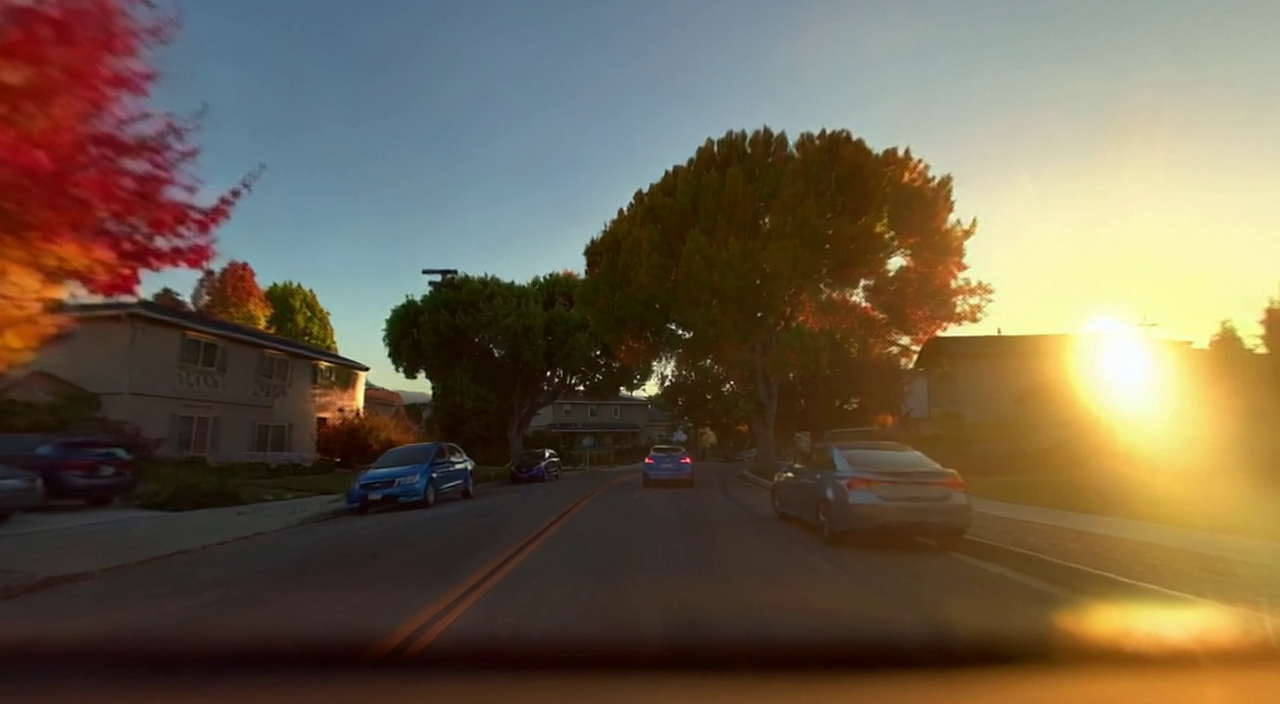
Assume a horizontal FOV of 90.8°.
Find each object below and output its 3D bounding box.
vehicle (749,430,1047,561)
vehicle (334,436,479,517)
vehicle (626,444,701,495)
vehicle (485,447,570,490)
[{"bbox_3d":[3.459,2.029,9.750,2.429,1.502,4.474,1,-9,-5],"label":"vehicle"},{"bbox_3d":[-6.244,3.371,17.628,2.235,1.851,4.662,-2,-9,1],"label":"vehicle"},{"bbox_3d":[0.862,3.754,20.639,2.192,1.474,4.192,-1,-9,5],"label":"vehicle"},{"bbox_3d":[-5.250,5.497,30.255,2.641,1.747,4.738,-4,-9,7],"label":"vehicle"}]
